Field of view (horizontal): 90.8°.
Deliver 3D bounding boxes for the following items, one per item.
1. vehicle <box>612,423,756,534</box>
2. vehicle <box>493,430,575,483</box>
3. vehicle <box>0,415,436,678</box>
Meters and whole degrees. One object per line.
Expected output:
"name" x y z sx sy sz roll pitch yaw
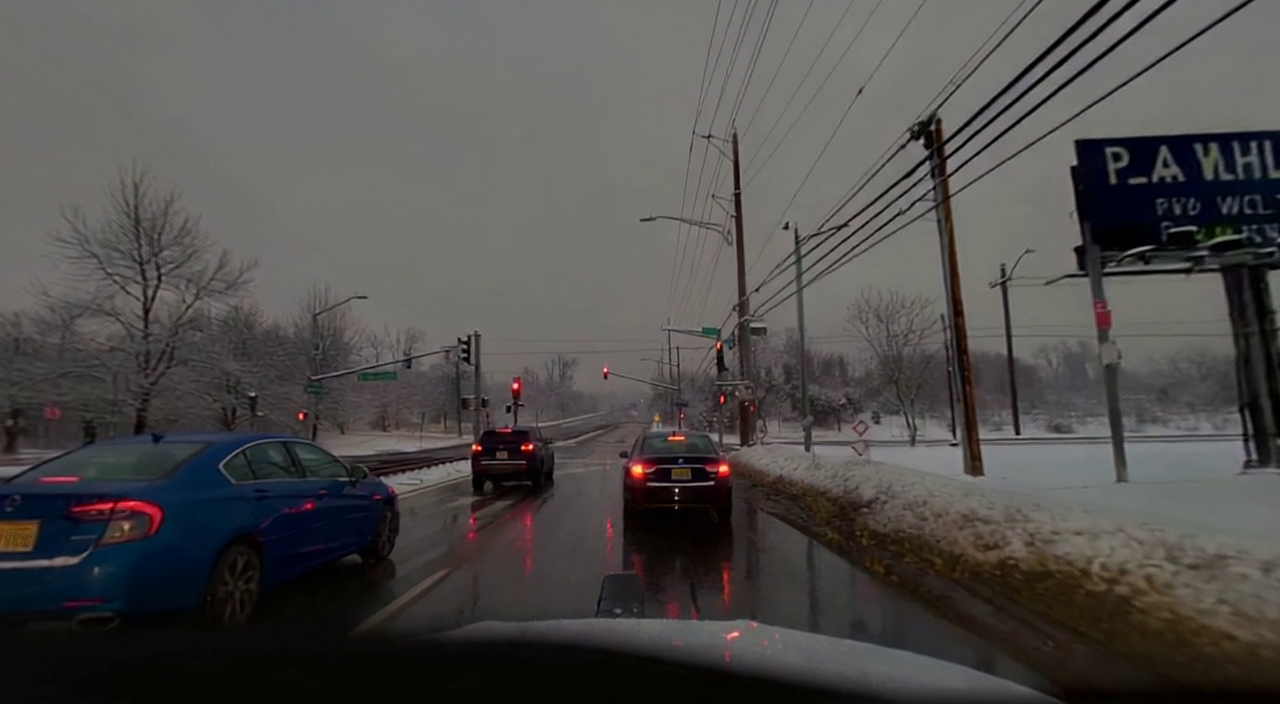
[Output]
"vehicle" 0.531 2.057 10.854 1.998 1.529 3.960 0 -9 -3
"vehicle" -3.267 3.335 20.339 1.984 1.505 4.047 0 -8 -1
"vehicle" -3.632 1.440 5.918 1.956 1.468 4.585 0 -8 -1
